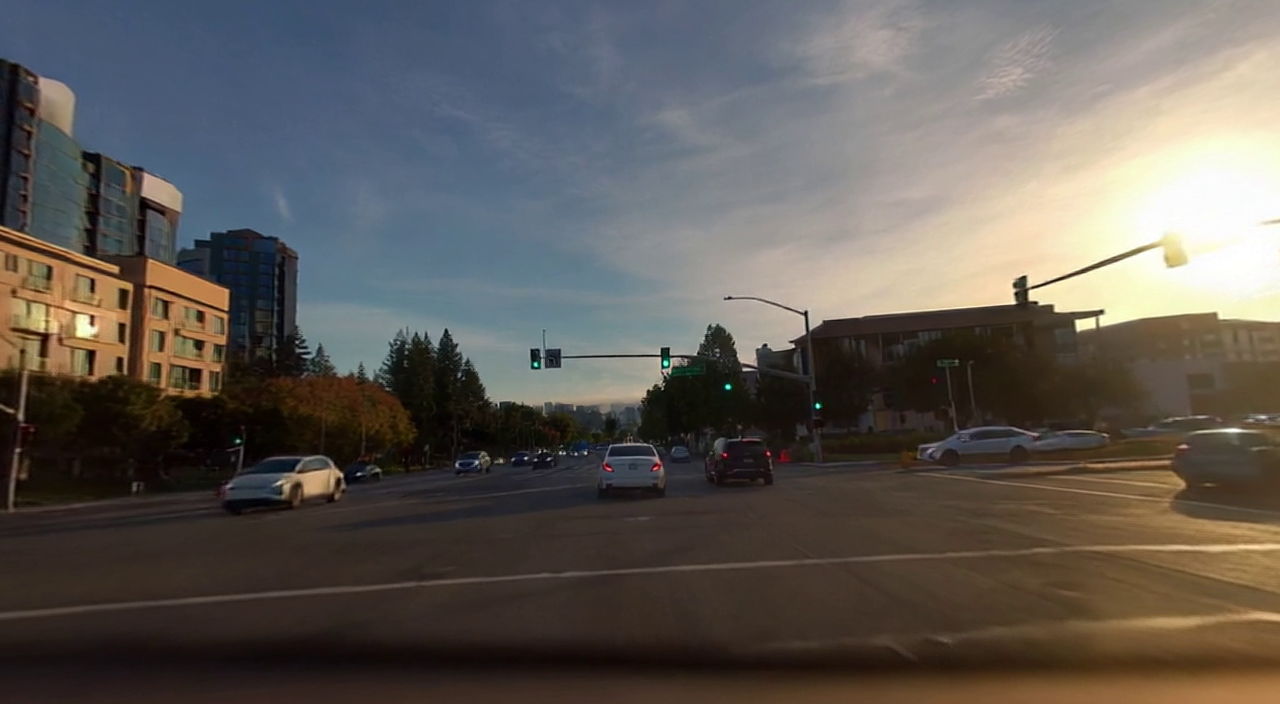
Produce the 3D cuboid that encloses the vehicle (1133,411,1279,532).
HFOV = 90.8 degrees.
[{"bbox_3d":[10.464,2.019,11.143,2.039,1.760,4.319,-5,-10,29],"label":"vehicle"}]

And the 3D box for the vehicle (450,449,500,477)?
[{"bbox_3d":[-11.044,7.455,42.670,2.102,1.758,4.532,0,-8,1],"label":"vehicle"}]

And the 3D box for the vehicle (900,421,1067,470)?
[{"bbox_3d":[15.155,4.187,28.361,6.013,2.030,2.461,-2,-9,12],"label":"vehicle"}]

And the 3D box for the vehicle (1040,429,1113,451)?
[{"bbox_3d":[31.015,6.294,45.030,2.032,1.458,4.204,0,-8,-3],"label":"vehicle"}]

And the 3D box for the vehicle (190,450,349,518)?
[{"bbox_3d":[-11.270,4.005,19.733,2.078,1.795,4.636,0,-8,1],"label":"vehicle"}]

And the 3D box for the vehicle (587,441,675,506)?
[{"bbox_3d":[-0.254,3.126,16.761,2.034,1.500,3.966,0,-8,-1],"label":"vehicle"}]

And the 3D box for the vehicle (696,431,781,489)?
[{"bbox_3d":[3.241,3.676,21.856,2.107,1.773,4.557,0,-8,-1],"label":"vehicle"}]
